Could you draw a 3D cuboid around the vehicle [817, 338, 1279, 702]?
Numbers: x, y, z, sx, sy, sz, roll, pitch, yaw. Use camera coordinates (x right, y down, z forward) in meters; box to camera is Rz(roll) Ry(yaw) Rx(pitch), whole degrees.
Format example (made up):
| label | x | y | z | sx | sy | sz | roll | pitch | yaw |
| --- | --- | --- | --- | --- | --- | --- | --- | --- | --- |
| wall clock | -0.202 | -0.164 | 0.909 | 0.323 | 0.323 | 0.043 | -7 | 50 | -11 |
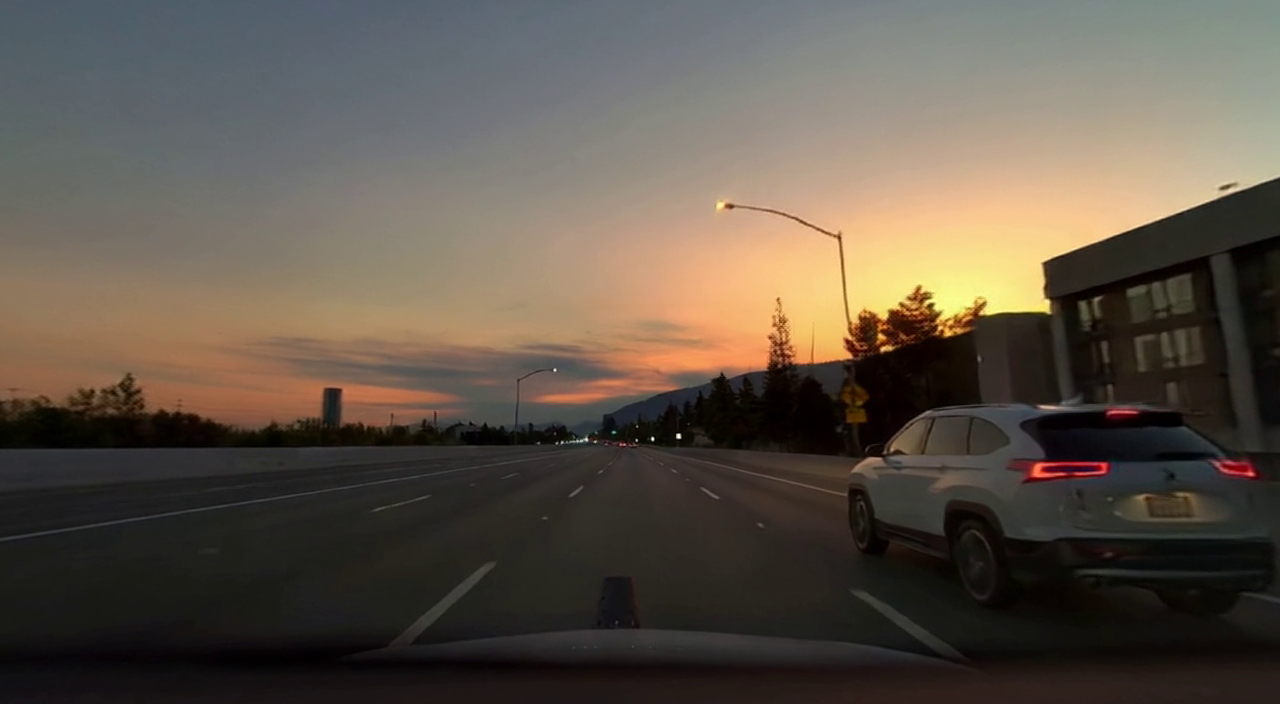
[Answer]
| label | x | y | z | sx | sy | sz | roll | pitch | yaw |
| --- | --- | --- | --- | --- | --- | --- | --- | --- | --- |
| vehicle | 3.481 | 1.176 | 5.655 | 2.212 | 1.753 | 5.064 | 0 | -9 | -1 |
